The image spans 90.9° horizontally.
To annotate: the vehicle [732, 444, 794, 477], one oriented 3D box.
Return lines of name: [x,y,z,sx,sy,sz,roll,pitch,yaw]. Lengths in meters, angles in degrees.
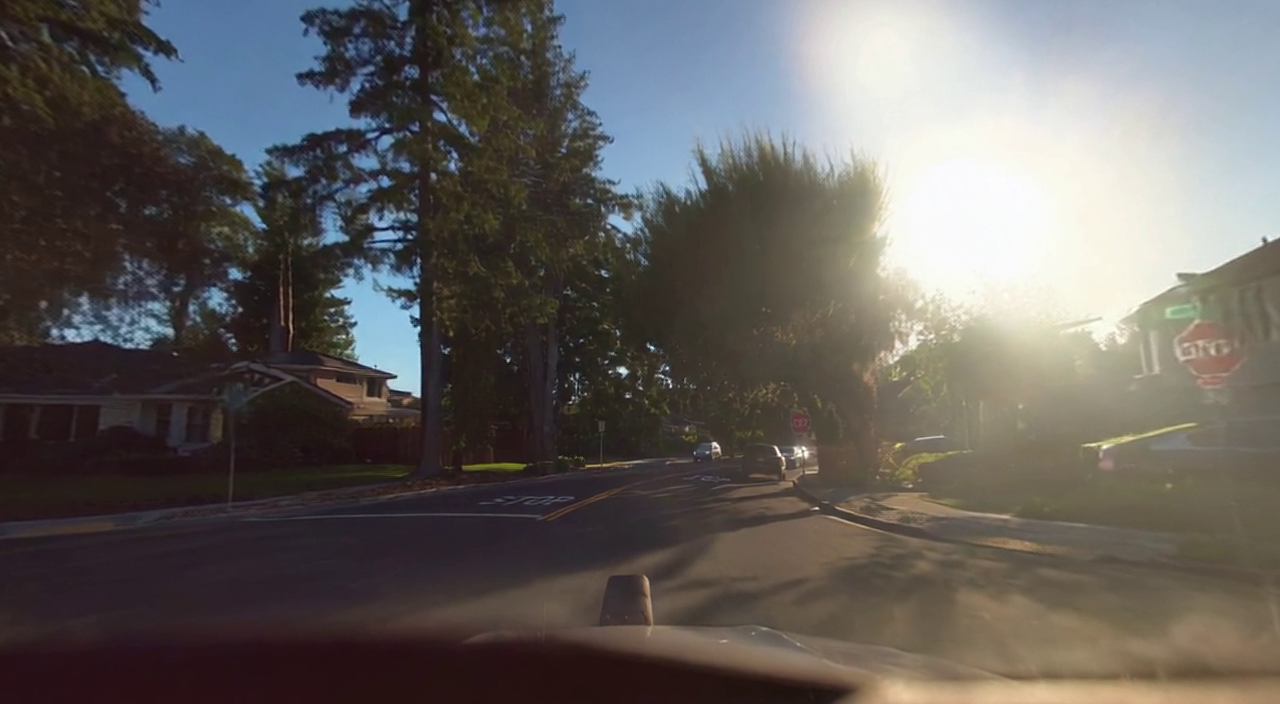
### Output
vehicle: [6.957,5.989,35.180,2.692,1.649,4.689,-3,-9,20]
